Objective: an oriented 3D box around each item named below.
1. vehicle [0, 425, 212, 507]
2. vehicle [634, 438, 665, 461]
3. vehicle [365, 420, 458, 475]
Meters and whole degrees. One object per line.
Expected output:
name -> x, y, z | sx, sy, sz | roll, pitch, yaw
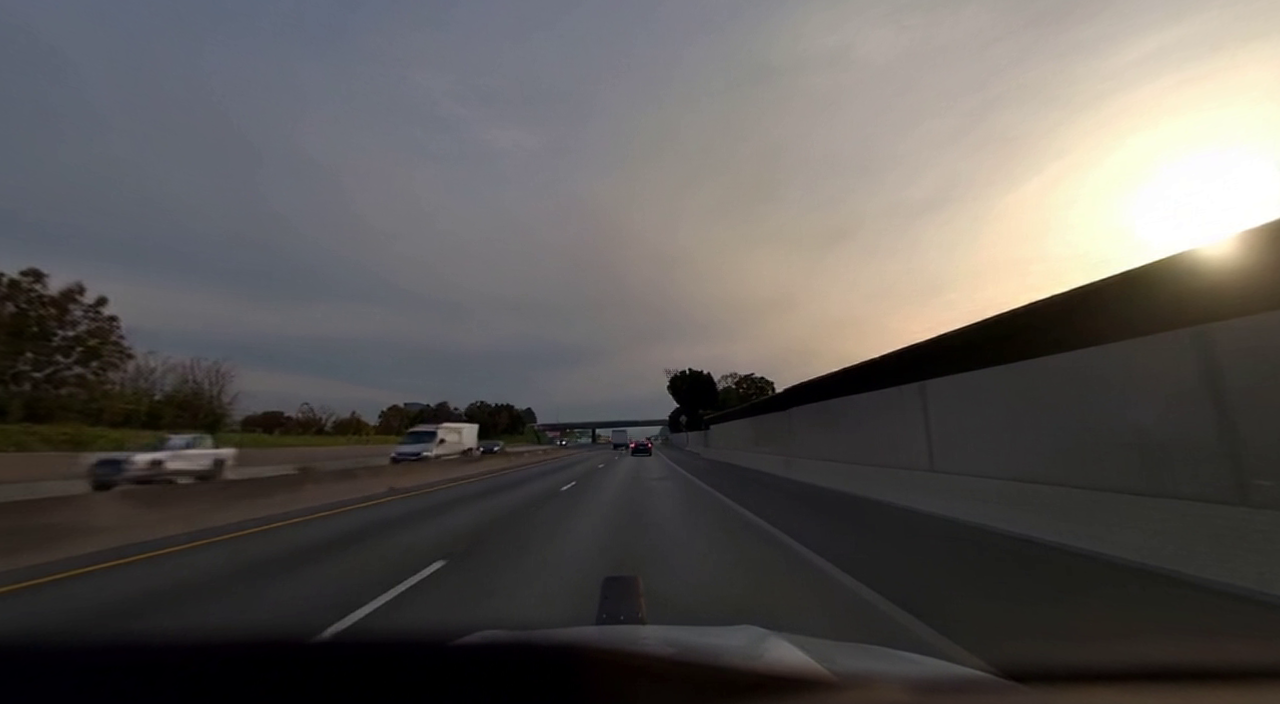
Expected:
vehicle -> -14.983, 3.121, 17.792 | 2.067, 1.948, 5.164 | 0, -8, 0
vehicle -> 0.637, 6.791, 44.061 | 2.030, 1.523, 4.114 | 0, -8, 0
vehicle -> -10.829, 4.597, 30.455 | 2.323, 2.410, 5.572 | 0, -8, 1
